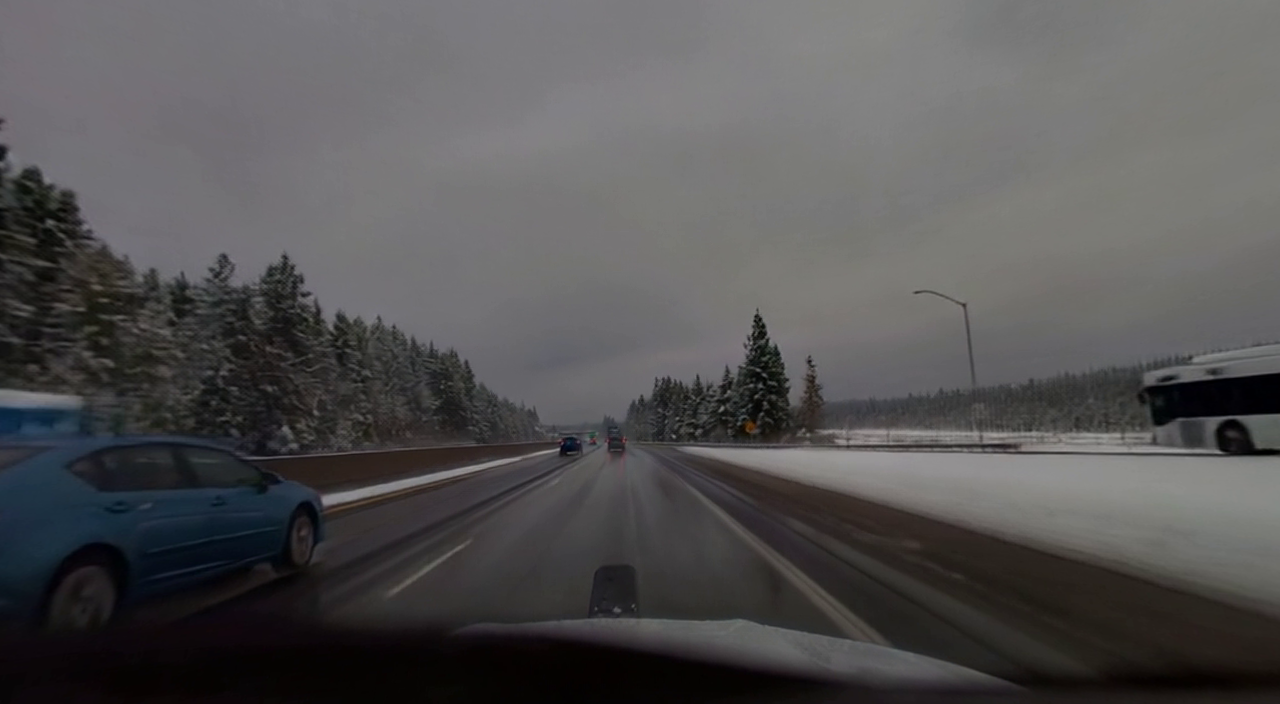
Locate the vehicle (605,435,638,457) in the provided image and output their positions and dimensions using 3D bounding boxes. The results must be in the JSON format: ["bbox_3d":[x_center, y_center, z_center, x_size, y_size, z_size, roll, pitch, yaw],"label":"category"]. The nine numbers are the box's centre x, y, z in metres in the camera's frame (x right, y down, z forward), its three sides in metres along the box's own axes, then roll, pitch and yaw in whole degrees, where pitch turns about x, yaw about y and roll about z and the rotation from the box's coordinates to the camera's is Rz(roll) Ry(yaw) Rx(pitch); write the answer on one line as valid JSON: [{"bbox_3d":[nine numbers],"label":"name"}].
[{"bbox_3d":[-1.270,6.543,44.109,2.162,1.460,4.242,0,-8,-1],"label":"vehicle"}]

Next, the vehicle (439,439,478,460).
[{"bbox_3d":[-13.462,7.247,47.023,1.794,1.453,3.824,0,-8,-1],"label":"vehicle"}]

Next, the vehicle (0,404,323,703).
[{"bbox_3d":[-4.091,1.135,4.076,1.958,1.477,4.121,0,-8,-1],"label":"vehicle"}]

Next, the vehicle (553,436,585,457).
[{"bbox_3d":[-5.070,6.752,45.387,1.907,1.445,4.049,0,-8,-1],"label":"vehicle"}]

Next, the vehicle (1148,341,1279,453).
[{"bbox_3d":[24.100,1.805,24.189,3.119,3.973,6.022,-1,-9,-14],"label":"vehicle"}]

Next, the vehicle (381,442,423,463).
[{"bbox_3d":[-17.152,7.210,45.500,1.686,1.417,3.443,0,-8,0],"label":"vehicle"}]
